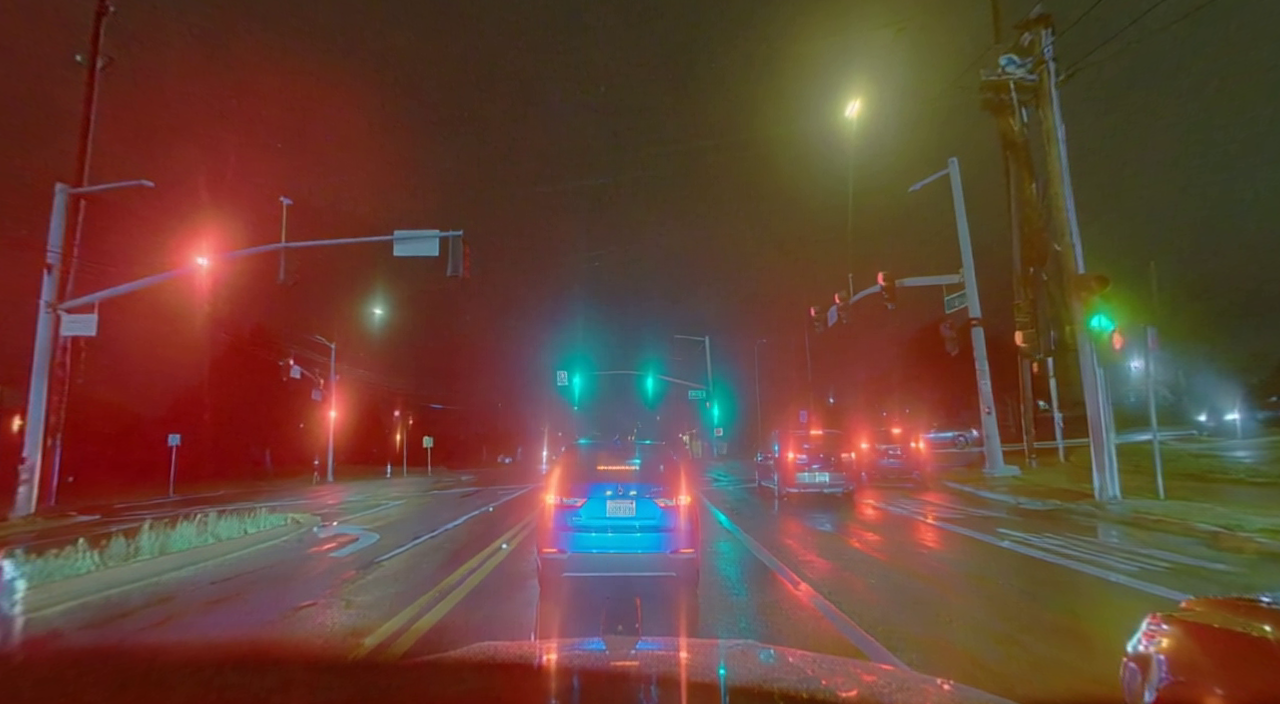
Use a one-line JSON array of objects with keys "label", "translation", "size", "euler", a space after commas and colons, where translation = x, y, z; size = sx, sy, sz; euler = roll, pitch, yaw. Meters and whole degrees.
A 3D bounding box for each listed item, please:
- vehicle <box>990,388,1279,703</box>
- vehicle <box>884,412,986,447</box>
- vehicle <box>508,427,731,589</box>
[{"label": "vehicle", "translation": [2.928, 0.829, 1.702], "size": [1.860, 1.494, 3.707], "euler": [0, -8, 1]}, {"label": "vehicle", "translation": [15.777, 4.190, 33.971], "size": [4.431, 1.555, 1.886], "euler": [-4, -9, 2]}, {"label": "vehicle", "translation": [-0.223, 1.759, 8.025], "size": [2.061, 1.485, 4.196], "euler": [0, -8, -1]}]
